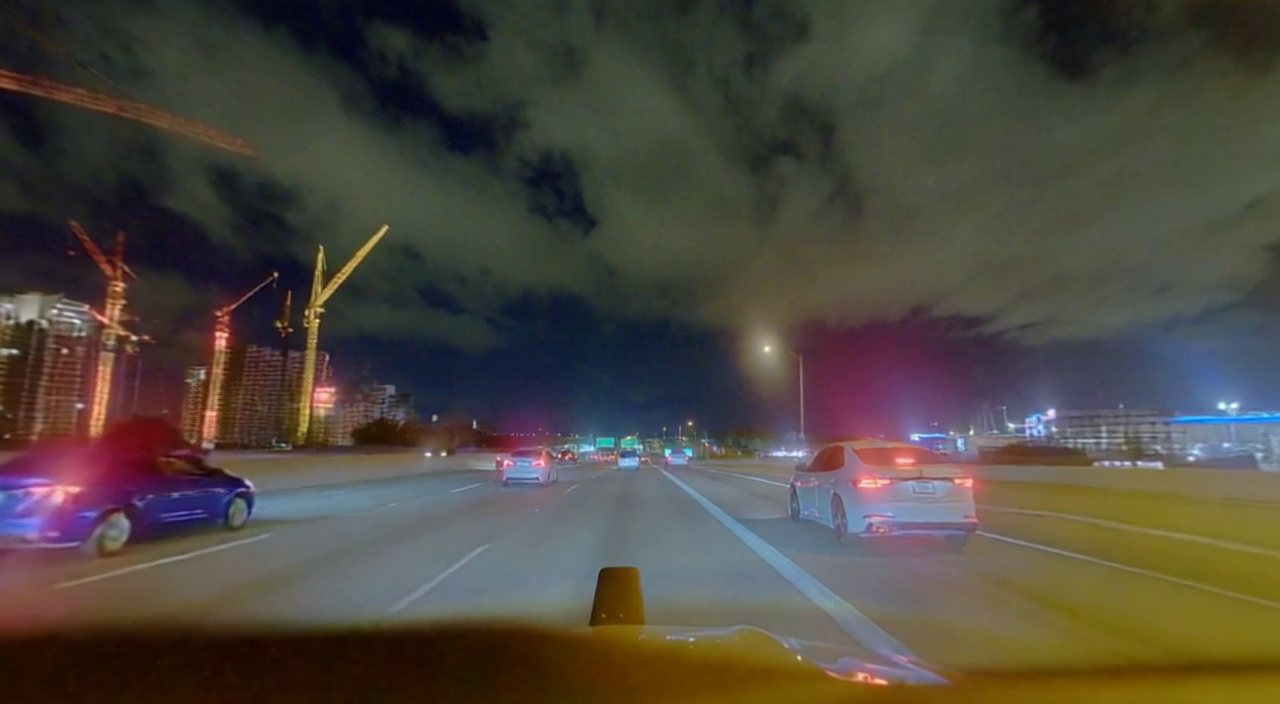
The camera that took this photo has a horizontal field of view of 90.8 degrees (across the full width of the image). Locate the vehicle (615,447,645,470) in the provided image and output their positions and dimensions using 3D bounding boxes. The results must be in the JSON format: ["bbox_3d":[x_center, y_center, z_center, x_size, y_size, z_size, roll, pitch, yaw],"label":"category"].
[{"bbox_3d":[-0.719,7.437,44.246,2.019,1.472,3.971,0,-8,-1],"label":"vehicle"}]

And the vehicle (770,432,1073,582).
[{"bbox_3d":[3.323,1.896,8.684,1.995,1.486,4.463,0,-8,-2],"label":"vehicle"}]

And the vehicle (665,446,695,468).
[{"bbox_3d":[3.093,8.272,49.788,1.978,1.602,4.092,0,-8,-2],"label":"vehicle"}]

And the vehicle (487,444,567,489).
[{"bbox_3d":[-4.076,4.184,23.555,2.136,1.512,4.488,0,-8,0],"label":"vehicle"}]

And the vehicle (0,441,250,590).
[{"bbox_3d":[-7.584,1.984,8.516,1.951,1.528,4.209,0,-8,0],"label":"vehicle"}]
